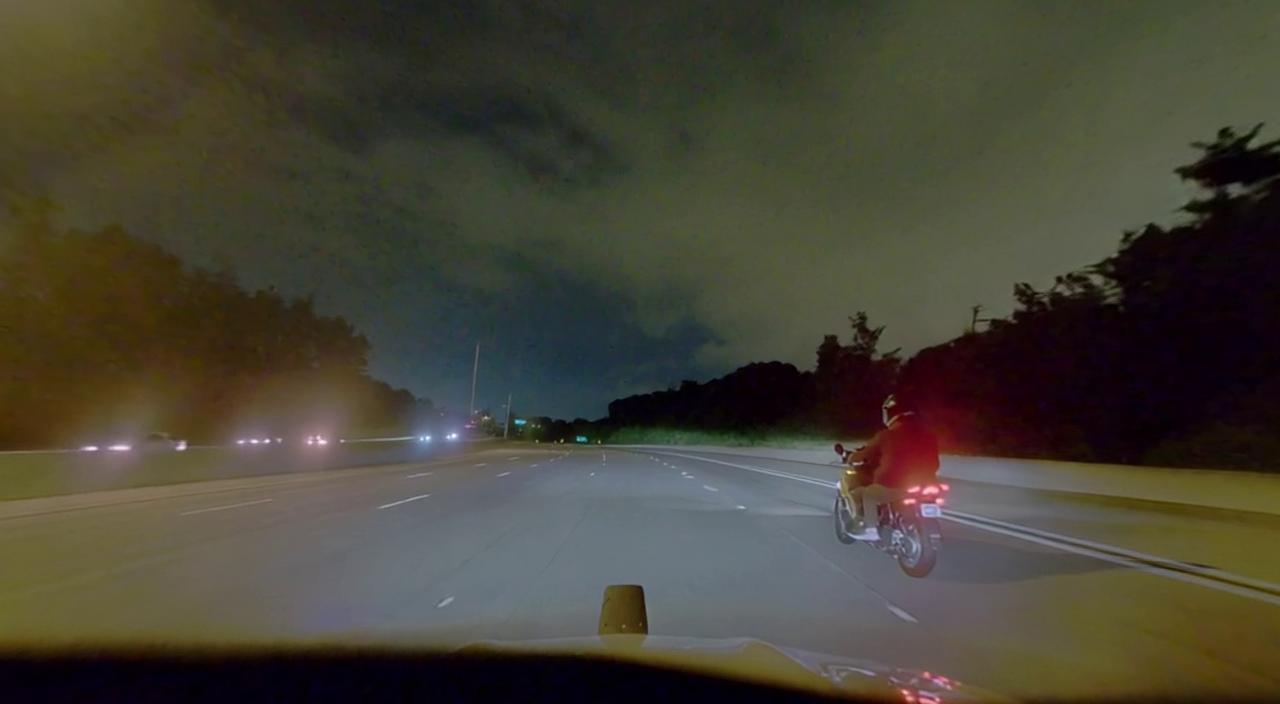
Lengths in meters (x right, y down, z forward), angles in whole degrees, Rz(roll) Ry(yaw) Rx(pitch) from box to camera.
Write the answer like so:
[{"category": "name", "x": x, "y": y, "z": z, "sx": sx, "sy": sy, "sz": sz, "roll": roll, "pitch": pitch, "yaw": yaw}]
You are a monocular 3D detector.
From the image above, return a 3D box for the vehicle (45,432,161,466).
[{"category": "vehicle", "x": -26.758, "y": 4.840, "z": 31.677, "sx": 2.007, "sy": 1.564, "sz": 4.506, "roll": 0, "pitch": -8, "yaw": -4}]
